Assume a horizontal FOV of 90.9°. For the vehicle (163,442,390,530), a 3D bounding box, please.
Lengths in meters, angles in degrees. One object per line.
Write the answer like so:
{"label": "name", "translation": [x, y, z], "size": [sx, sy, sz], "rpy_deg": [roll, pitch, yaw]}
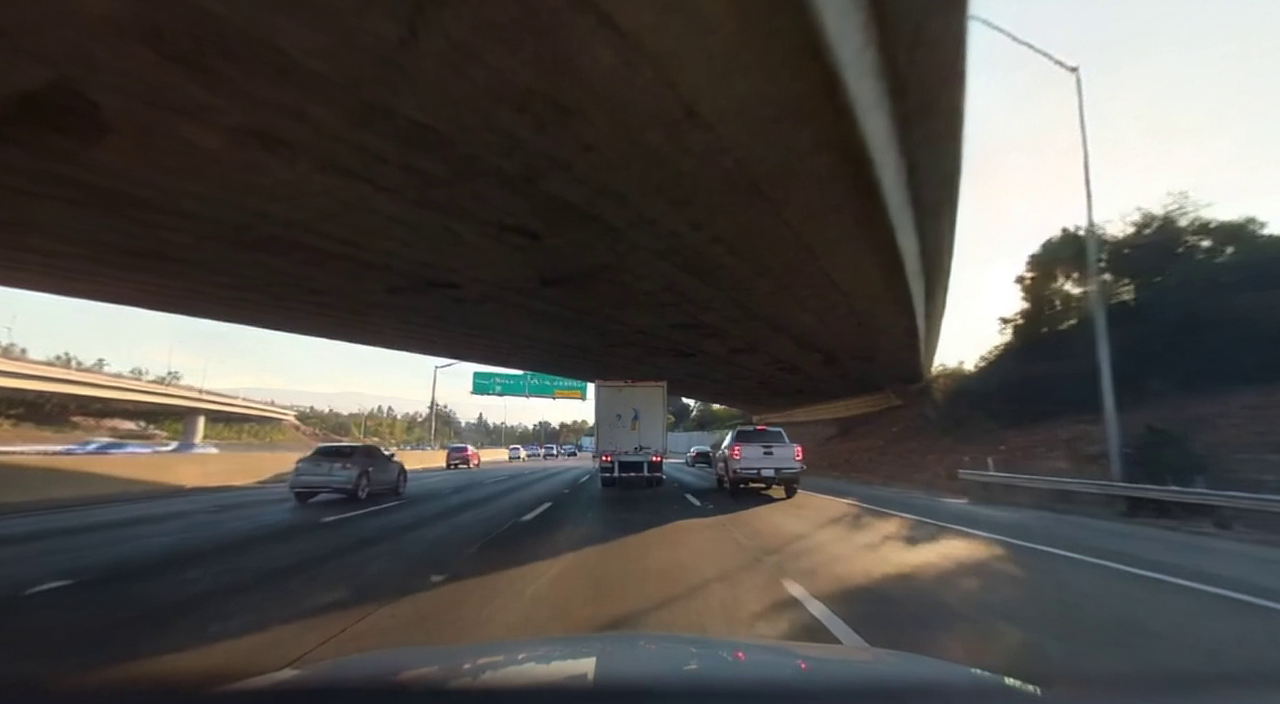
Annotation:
{"label": "vehicle", "translation": [-7.283, 2.698, 13.427], "size": [2.057, 1.506, 4.829], "rpy_deg": [0, -9, -1]}

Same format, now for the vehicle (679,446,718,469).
{"label": "vehicle", "translation": [3.967, 7.333, 43.888], "size": [2.108, 1.508, 4.744], "rpy_deg": [0, -9, -2]}

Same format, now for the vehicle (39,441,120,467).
{"label": "vehicle", "translation": [-34.333, 6.223, 38.766], "size": [1.622, 1.433, 3.904], "rpy_deg": [1, -7, -5]}

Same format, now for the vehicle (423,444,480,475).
{"label": "vehicle", "translation": [-11.621, 6.650, 39.305], "size": [2.119, 1.747, 5.121], "rpy_deg": [0, -9, -2]}

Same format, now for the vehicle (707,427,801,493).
{"label": "vehicle", "translation": [3.740, 3.670, 21.728], "size": [2.174, 1.968, 5.016], "rpy_deg": [0, -9, -1]}

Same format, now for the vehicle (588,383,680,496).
{"label": "vehicle", "translation": [-0.254, 3.587, 25.541], "size": [2.916, 3.584, 10.841], "rpy_deg": [0, -9, -1]}
